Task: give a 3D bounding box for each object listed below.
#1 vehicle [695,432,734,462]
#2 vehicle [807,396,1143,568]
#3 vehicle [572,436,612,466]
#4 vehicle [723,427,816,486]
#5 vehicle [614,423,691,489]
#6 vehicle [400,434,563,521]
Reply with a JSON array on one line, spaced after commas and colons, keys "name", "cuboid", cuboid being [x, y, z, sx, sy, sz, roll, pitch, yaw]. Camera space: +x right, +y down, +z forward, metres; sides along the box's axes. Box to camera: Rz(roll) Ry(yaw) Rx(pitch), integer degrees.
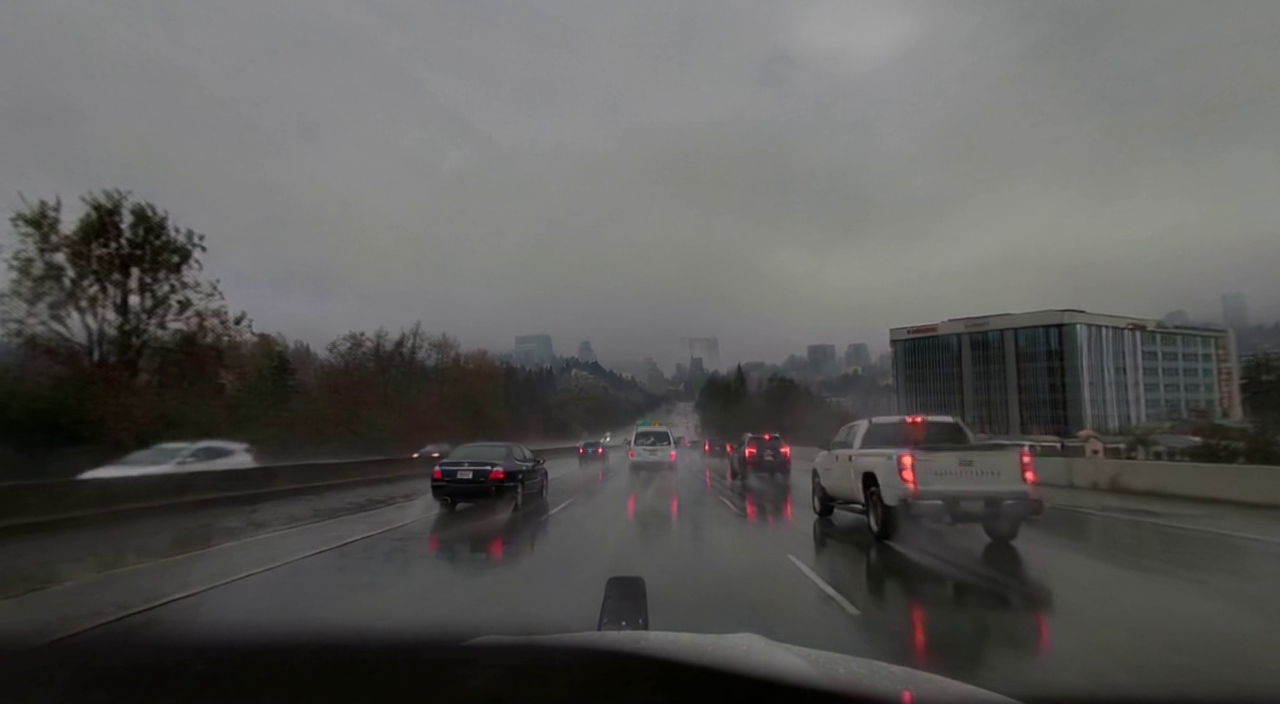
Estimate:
[{"name": "vehicle", "cuboid": [4.695, 6.076, 40.446, 2.039, 1.832, 3.989, -1, -8, 1]}, {"name": "vehicle", "cuboid": [3.952, 1.629, 8.623, 2.156, 1.701, 4.494, -1, -8, 1]}, {"name": "vehicle", "cuboid": [-2.872, 5.982, 38.336, 1.951, 1.694, 4.188, -1, -8, 2]}, {"name": "vehicle", "cuboid": [4.037, 3.348, 20.420, 2.094, 1.676, 4.309, -1, -8, 0]}, {"name": "vehicle", "cuboid": [0.376, 3.256, 20.052, 2.153, 1.805, 4.631, -1, -8, 1]}, {"name": "vehicle", "cuboid": [-3.013, 2.503, 13.260, 1.965, 1.443, 4.968, -1, -8, 2]}]
